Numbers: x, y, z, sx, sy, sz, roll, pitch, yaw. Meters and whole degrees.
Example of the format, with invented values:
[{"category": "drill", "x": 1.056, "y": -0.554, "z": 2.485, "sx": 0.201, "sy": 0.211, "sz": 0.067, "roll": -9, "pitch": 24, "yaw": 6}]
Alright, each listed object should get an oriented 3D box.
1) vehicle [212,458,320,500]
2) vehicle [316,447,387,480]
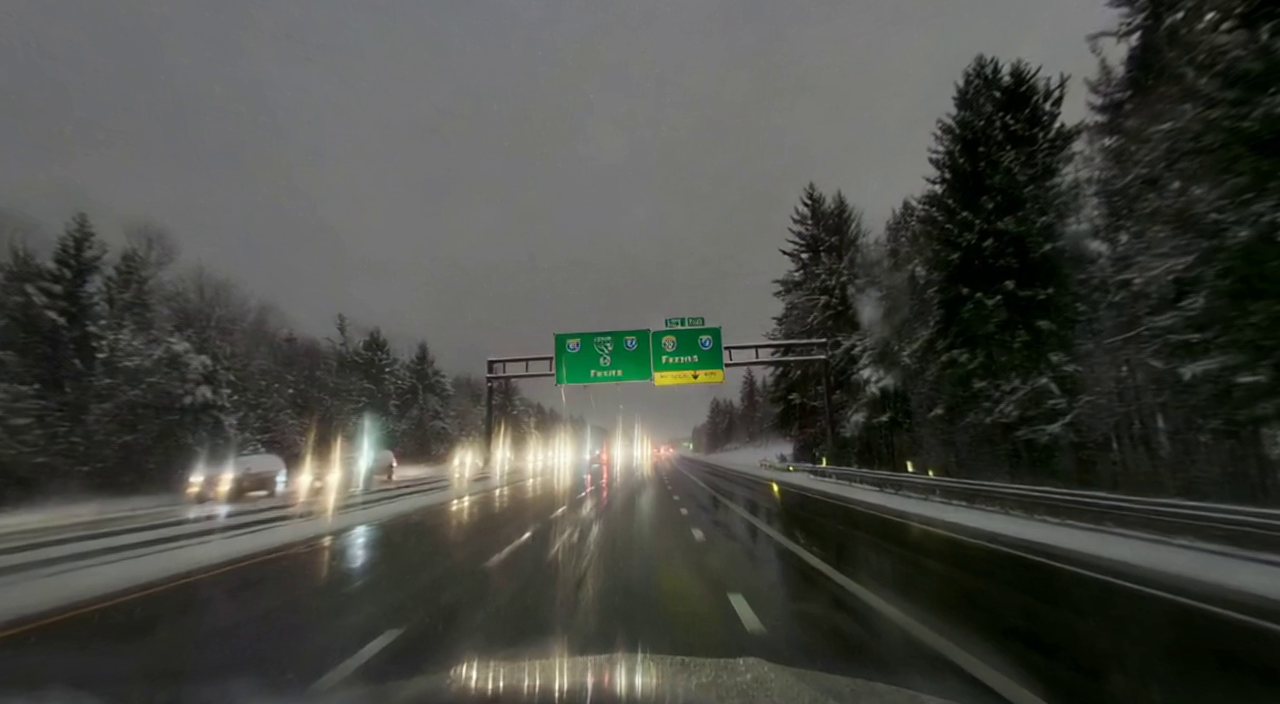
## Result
[{"category": "vehicle", "x": -15.139, "y": 5.150, "z": 25.670, "sx": 1.869, "sy": 1.484, "sz": 3.976, "roll": 0, "pitch": -9, "yaw": 1}, {"category": "vehicle", "x": -19.068, "y": 7.370, "z": 41.756, "sx": 2.178, "sy": 1.980, "sz": 5.087, "roll": 0, "pitch": -9, "yaw": 1}]
